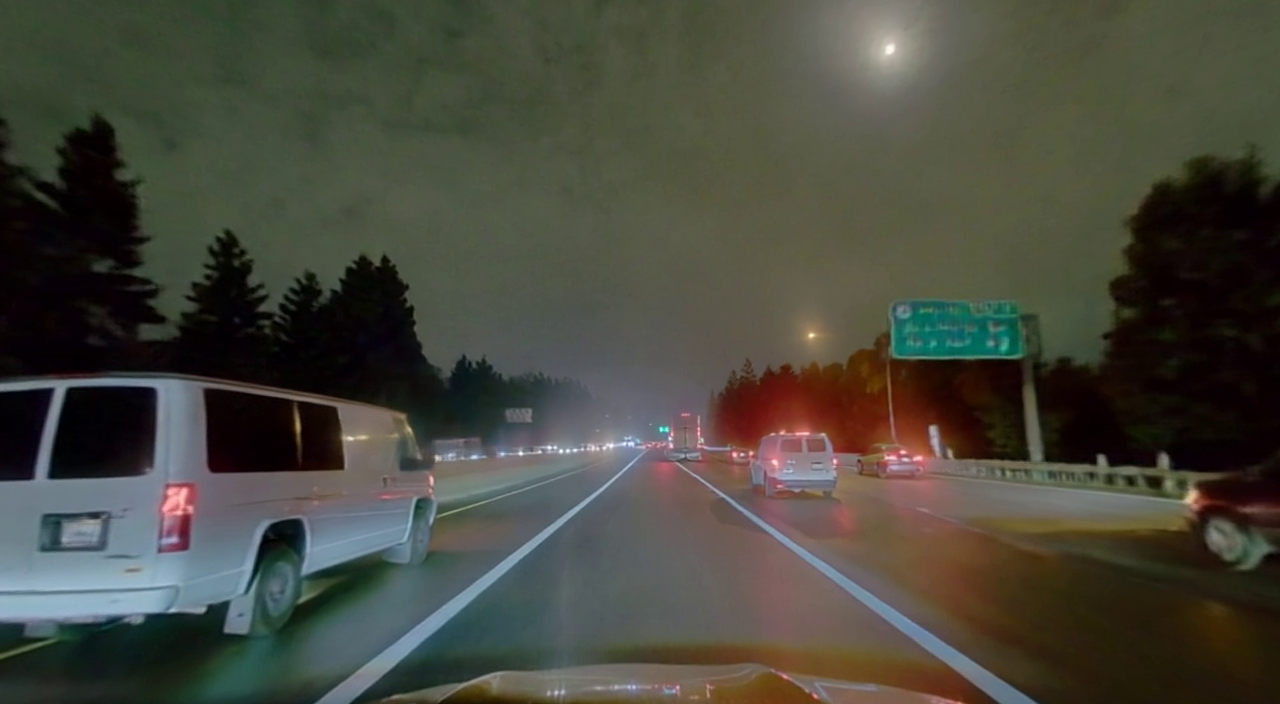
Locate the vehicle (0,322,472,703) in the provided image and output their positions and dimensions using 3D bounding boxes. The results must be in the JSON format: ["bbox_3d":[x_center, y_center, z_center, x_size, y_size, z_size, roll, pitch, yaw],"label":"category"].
[{"bbox_3d":[-3.336,1.206,5.475,2.159,1.922,5.345,0,-8,1],"label":"vehicle"}]

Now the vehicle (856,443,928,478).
[{"bbox_3d":[11.573,4.984,29.289,1.827,1.493,3.919,0,-8,2],"label":"vehicle"}]

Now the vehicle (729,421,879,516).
[{"bbox_3d":[3.584,2.652,14.889,2.209,1.862,4.717,0,-8,0],"label":"vehicle"}]

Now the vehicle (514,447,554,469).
[{"bbox_3d":[-7.475,7.487,44.795,1.977,1.443,4.358,0,-8,2],"label":"vehicle"}]
